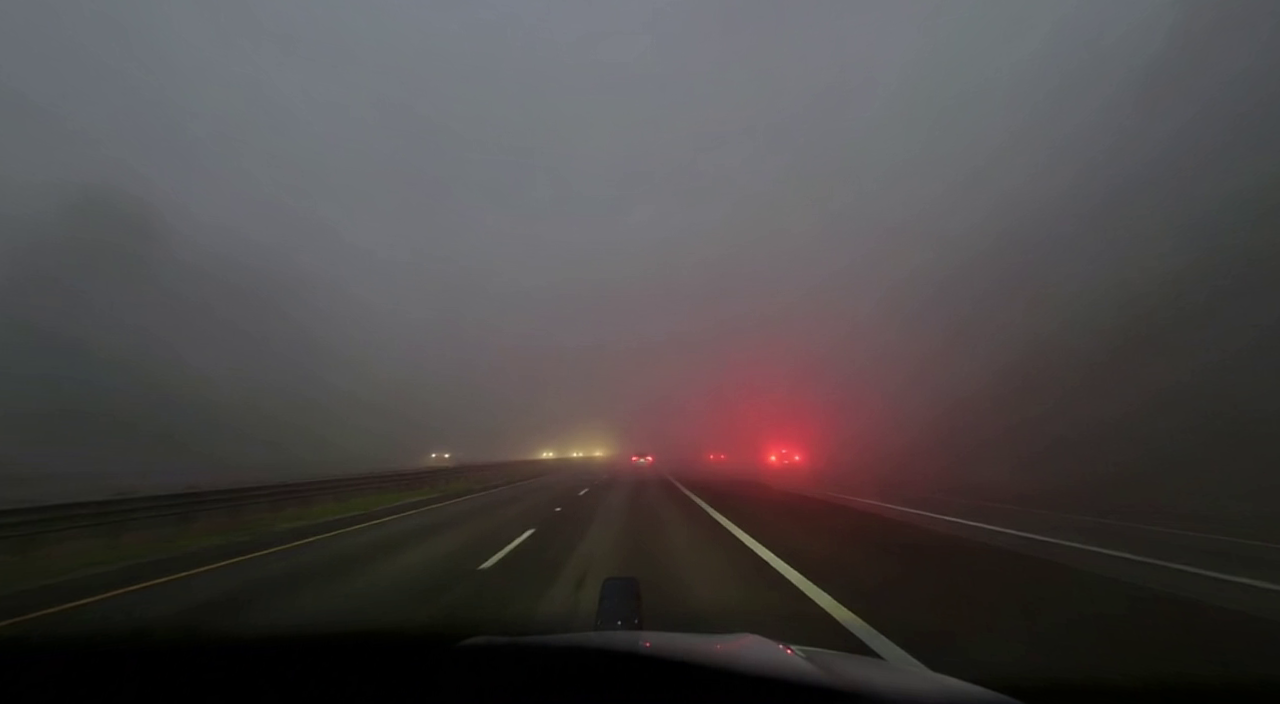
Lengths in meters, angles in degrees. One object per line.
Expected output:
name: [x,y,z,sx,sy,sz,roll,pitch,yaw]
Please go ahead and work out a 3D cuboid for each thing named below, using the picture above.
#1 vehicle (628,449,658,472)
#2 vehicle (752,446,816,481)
vehicle: [0.196,7.597,44.203,2.025,1.526,4.181,0,-9,0]
vehicle: [6.993,5.455,30.894,2.008,1.533,4.592,0,-9,-1]
